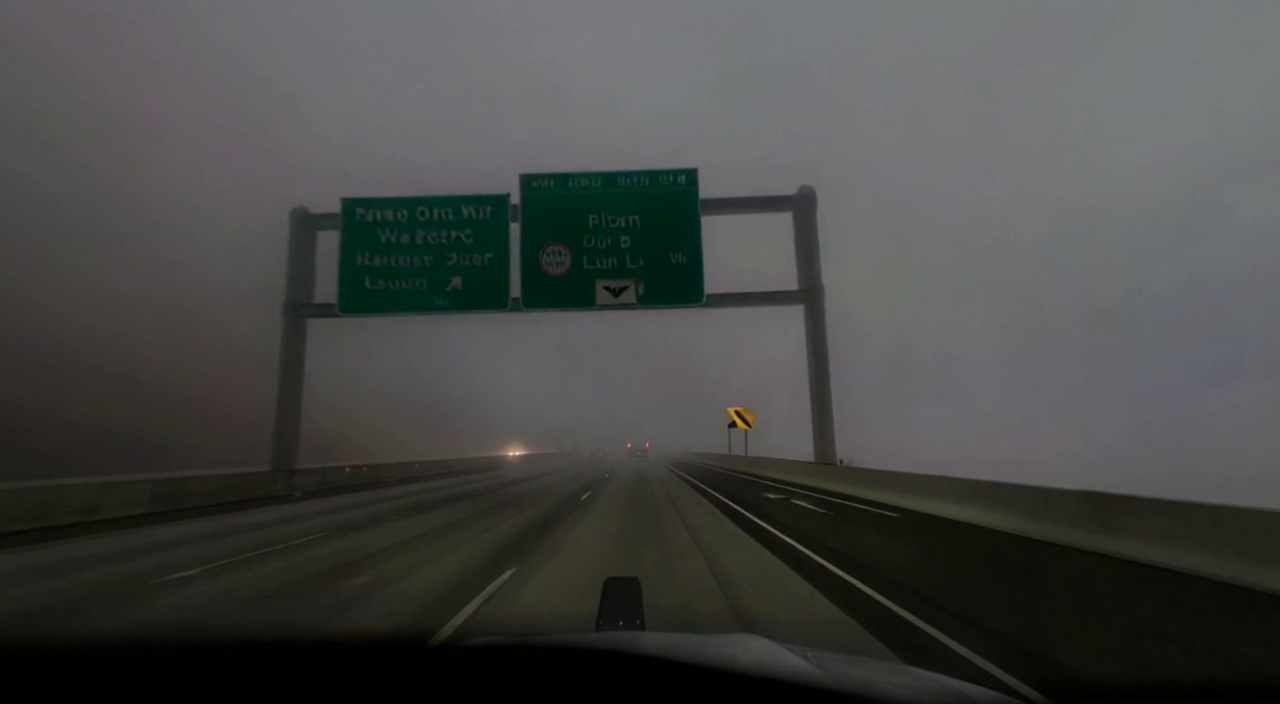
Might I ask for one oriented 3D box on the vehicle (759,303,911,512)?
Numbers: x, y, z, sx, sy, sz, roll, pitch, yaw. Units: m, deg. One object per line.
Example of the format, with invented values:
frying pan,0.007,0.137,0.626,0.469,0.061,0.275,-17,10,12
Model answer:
vehicle,4.079,1.336,14.097,1.697,3.935,4.195,-1,-9,-2
